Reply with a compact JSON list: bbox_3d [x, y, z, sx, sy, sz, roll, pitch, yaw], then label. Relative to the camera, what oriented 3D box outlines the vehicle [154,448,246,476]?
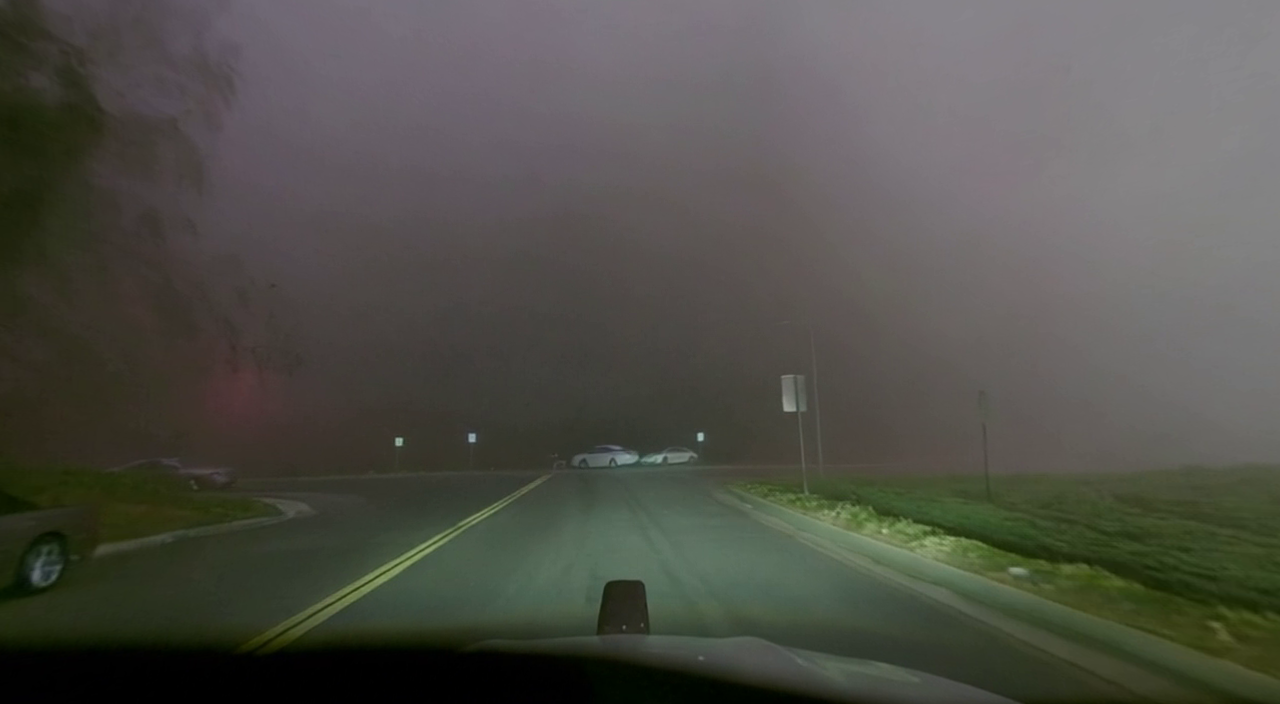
[{"bbox_3d":[-29.944,7.468,42.952,4.986,1.796,2.066,-2,-9,8],"label":"vehicle"}]

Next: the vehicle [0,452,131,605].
[{"bbox_3d":[-7.984,1.906,6.603,1.934,1.646,4.273,0,-8,-5],"label":"vehicle"}]
